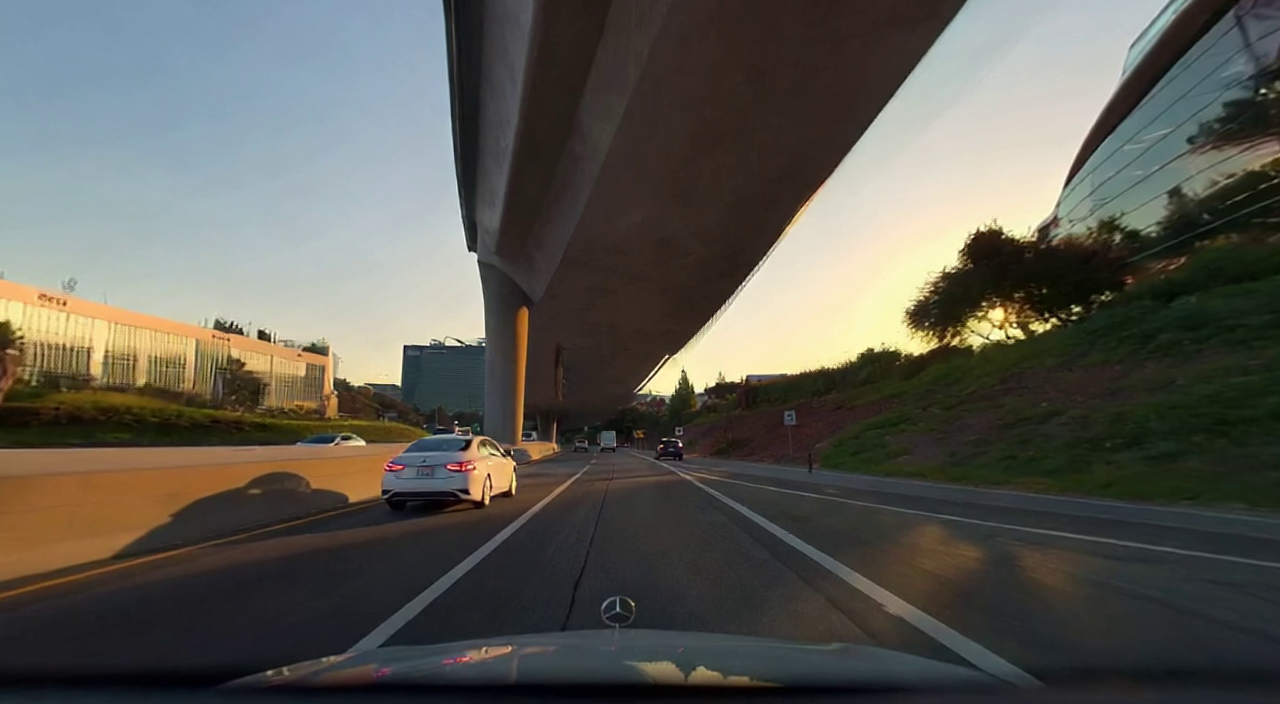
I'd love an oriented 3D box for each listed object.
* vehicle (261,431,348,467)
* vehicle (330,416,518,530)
[{"bbox_3d":[-17.664,5.141,33.472,2.018,1.727,5.065,0,-8,-2],"label":"vehicle"},{"bbox_3d":[-3.788,2.191,12.036,2.080,1.733,4.410,0,-8,-1],"label":"vehicle"}]
